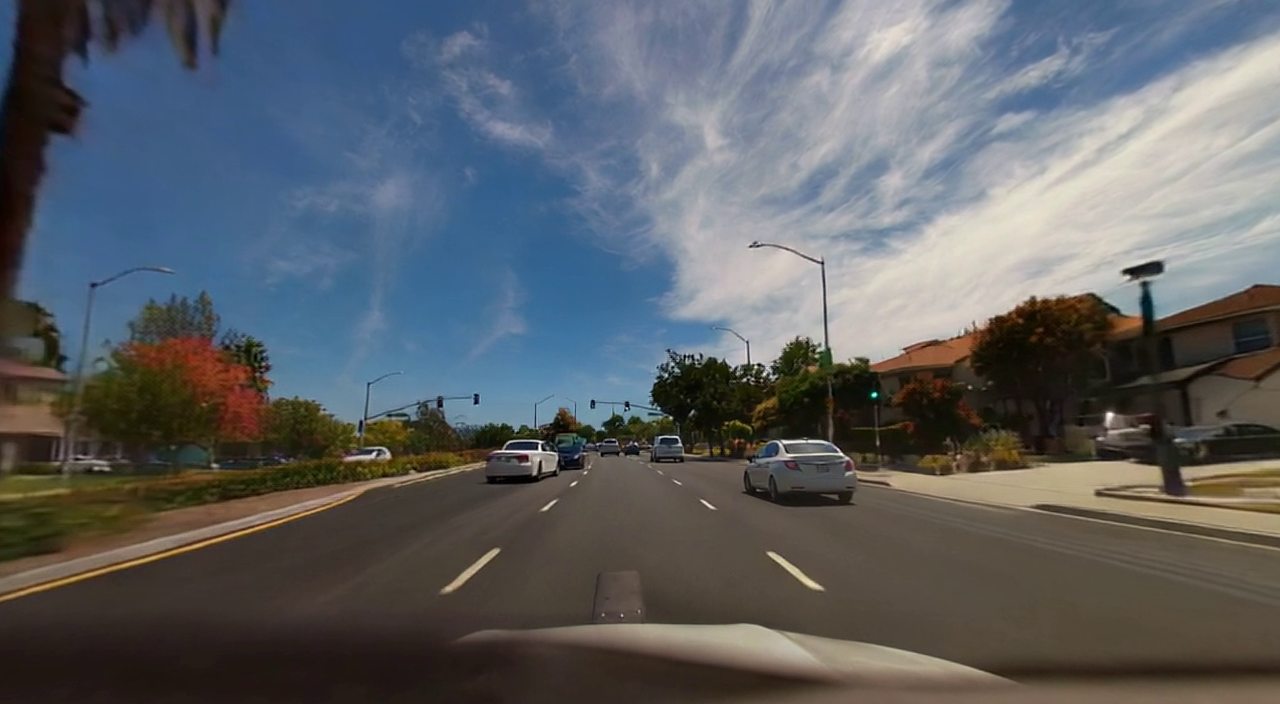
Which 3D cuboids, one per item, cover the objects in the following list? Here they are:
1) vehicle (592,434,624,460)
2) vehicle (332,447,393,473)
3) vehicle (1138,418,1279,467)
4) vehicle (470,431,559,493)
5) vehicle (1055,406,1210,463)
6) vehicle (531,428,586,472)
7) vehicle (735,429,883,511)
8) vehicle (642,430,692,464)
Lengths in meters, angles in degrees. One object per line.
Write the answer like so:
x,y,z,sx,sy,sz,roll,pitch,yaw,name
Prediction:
-2.462,7.269,48.172,2.164,1.867,4.254,1,-8,-6,vehicle
-16.625,6.454,38.099,2.004,1.465,4.300,0,-8,-4,vehicle
19.635,3.072,21.605,4.372,1.425,1.833,0,-8,-18,vehicle
-3.547,3.175,18.606,1.922,1.577,4.140,0,-8,-2,vehicle
19.418,3.267,24.943,5.335,2.053,2.123,3,-9,-20,vehicle
-3.868,4.819,31.214,2.354,1.948,6.355,0,-8,-4,vehicle
3.419,2.467,13.687,1.870,1.491,4.009,0,-8,-3,vehicle
1.608,6.042,40.298,2.391,1.960,5.600,1,-8,-5,vehicle
